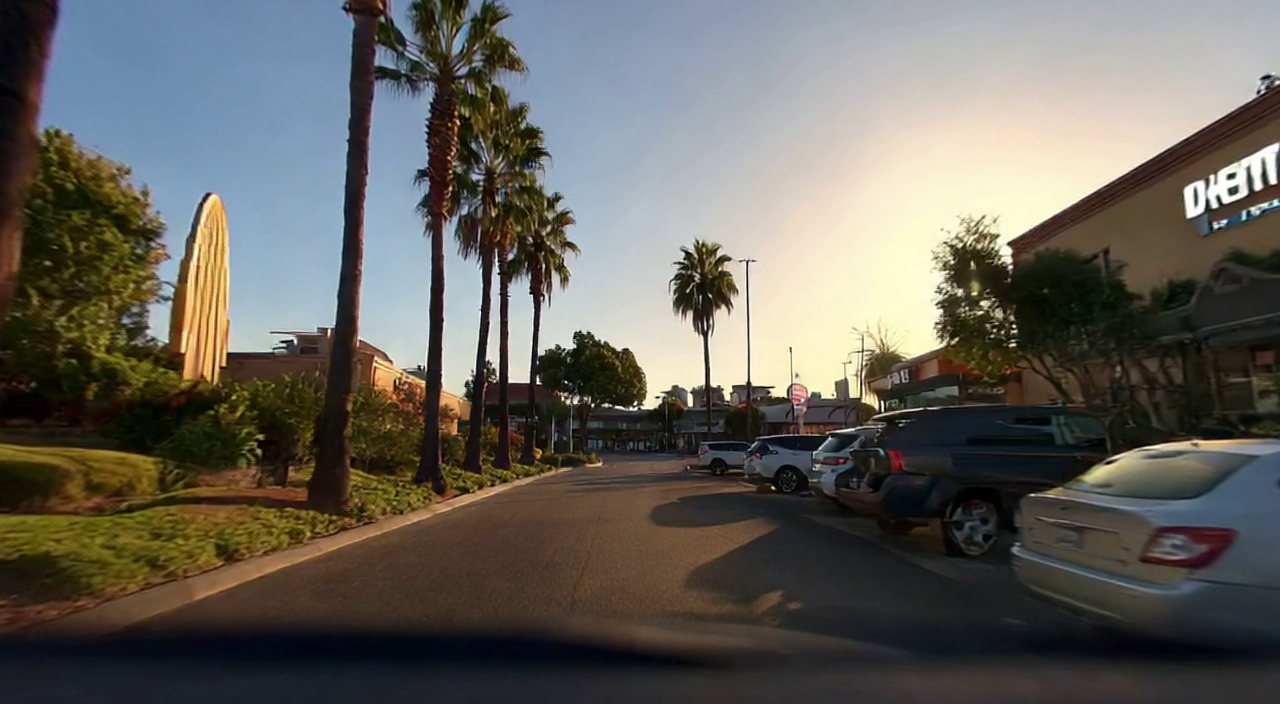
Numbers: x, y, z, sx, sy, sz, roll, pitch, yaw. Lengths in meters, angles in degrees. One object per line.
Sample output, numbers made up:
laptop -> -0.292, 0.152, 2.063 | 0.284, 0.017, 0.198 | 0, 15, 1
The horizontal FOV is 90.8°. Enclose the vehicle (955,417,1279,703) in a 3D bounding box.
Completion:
vehicle -> 4.760, 1.151, 3.706 | 4.756, 1.417, 2.021 | 1, -9, -4
